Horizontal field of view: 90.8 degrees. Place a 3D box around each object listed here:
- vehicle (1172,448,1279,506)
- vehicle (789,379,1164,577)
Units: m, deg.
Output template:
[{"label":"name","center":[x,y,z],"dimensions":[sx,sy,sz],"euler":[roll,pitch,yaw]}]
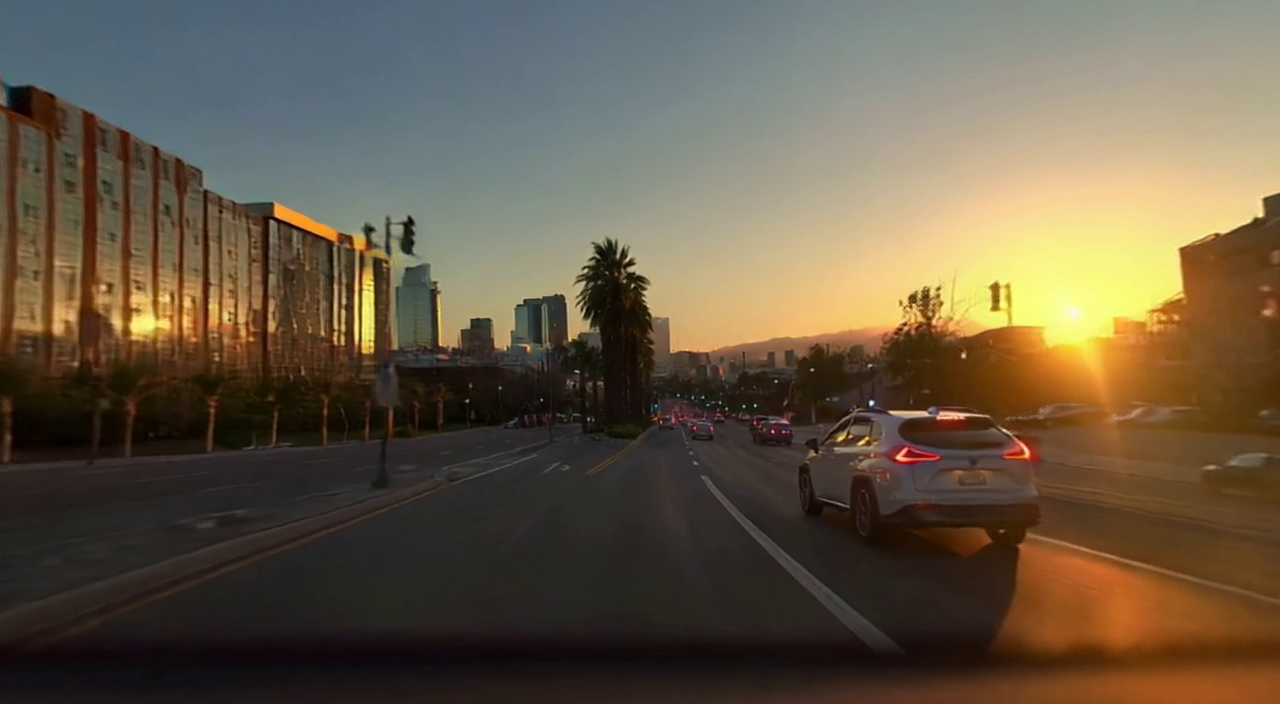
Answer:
[{"label":"vehicle","center":[17.086,3.285,16.838],"dimensions":[1.869,1.438,4.366],"euler":[0,-9,-2]},{"label":"vehicle","center":[3.642,1.498,8.195],"dimensions":[2.219,1.795,4.718],"euler":[0,-9,0]}]
